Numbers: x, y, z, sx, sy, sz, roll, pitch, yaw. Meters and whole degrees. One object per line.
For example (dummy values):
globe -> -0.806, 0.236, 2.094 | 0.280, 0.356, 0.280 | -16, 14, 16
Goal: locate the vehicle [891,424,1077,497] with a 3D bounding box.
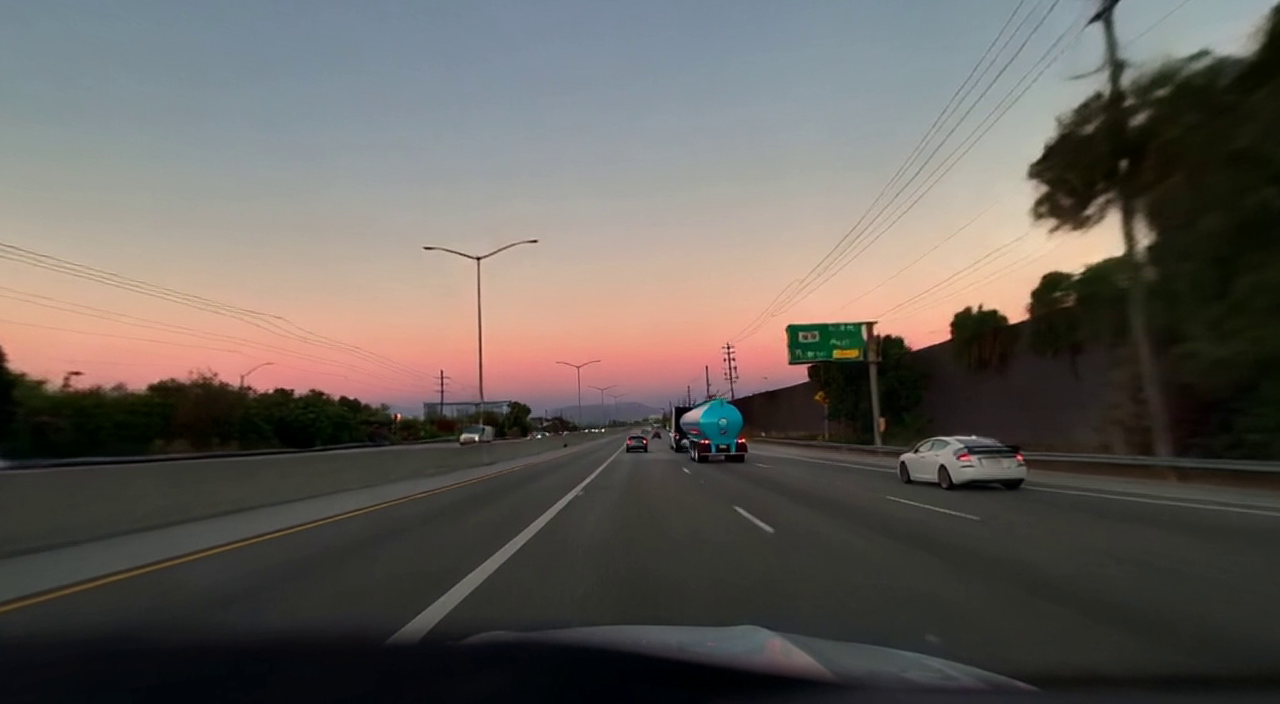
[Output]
vehicle -> 7.949, 2.551, 15.219 | 1.905, 1.480, 4.624 | 0, -8, 0

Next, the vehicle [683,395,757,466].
vehicle -> 3.863, 4.121, 32.485 | 2.791, 3.179, 8.074 | -1, -8, 0
